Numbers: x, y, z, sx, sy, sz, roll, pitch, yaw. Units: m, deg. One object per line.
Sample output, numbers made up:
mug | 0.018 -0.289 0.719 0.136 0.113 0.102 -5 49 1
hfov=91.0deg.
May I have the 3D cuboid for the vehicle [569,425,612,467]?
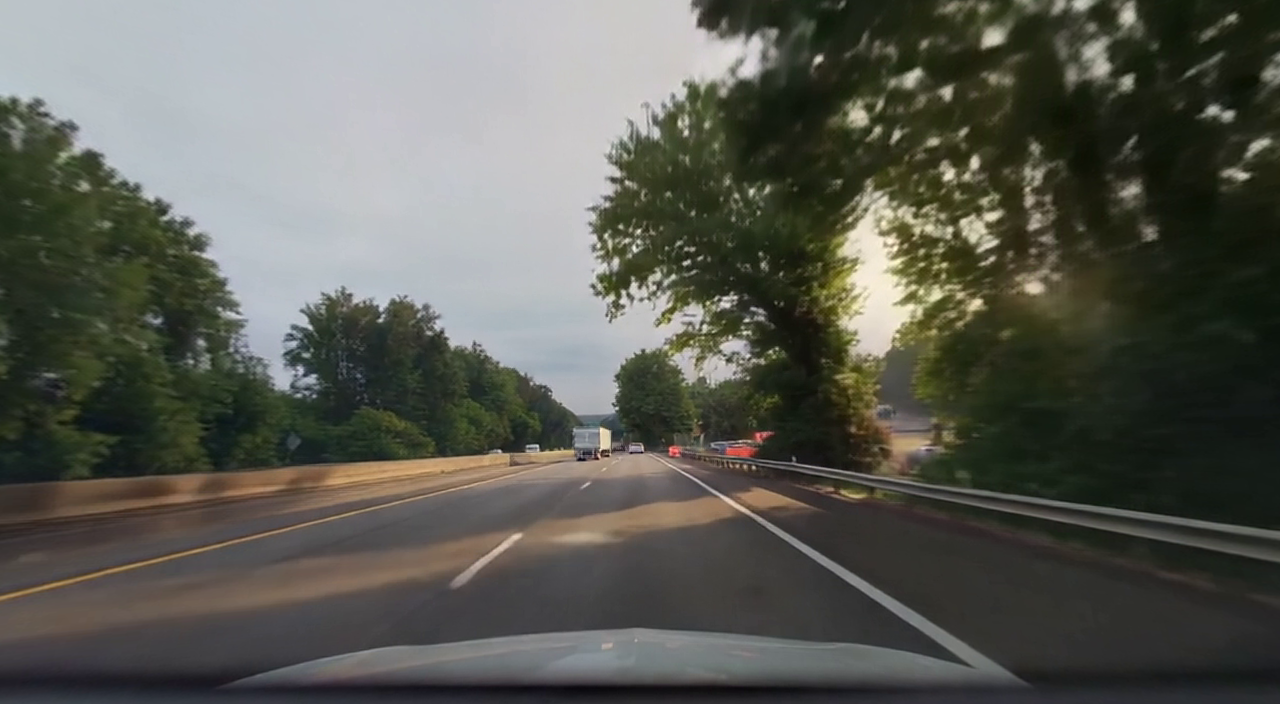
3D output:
vehicle | -3.333 6.495 43.493 2.484 2.625 5.907 -1 -8 0
